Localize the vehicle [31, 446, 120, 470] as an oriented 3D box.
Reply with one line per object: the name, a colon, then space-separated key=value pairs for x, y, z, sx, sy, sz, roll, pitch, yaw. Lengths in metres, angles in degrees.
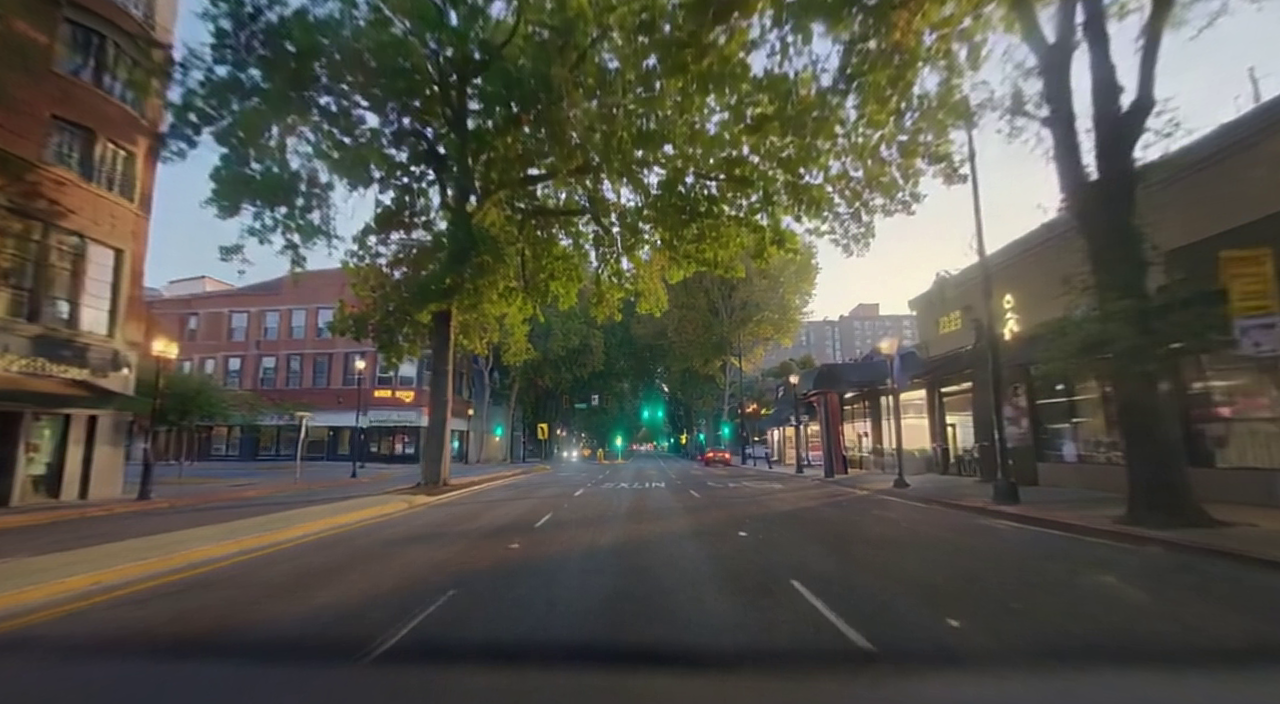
vehicle: x=-44.167 y=8.290 z=49.415 sx=4.973 sy=1.790 sz=1.987 roll=0 pitch=-8 yaw=-1
